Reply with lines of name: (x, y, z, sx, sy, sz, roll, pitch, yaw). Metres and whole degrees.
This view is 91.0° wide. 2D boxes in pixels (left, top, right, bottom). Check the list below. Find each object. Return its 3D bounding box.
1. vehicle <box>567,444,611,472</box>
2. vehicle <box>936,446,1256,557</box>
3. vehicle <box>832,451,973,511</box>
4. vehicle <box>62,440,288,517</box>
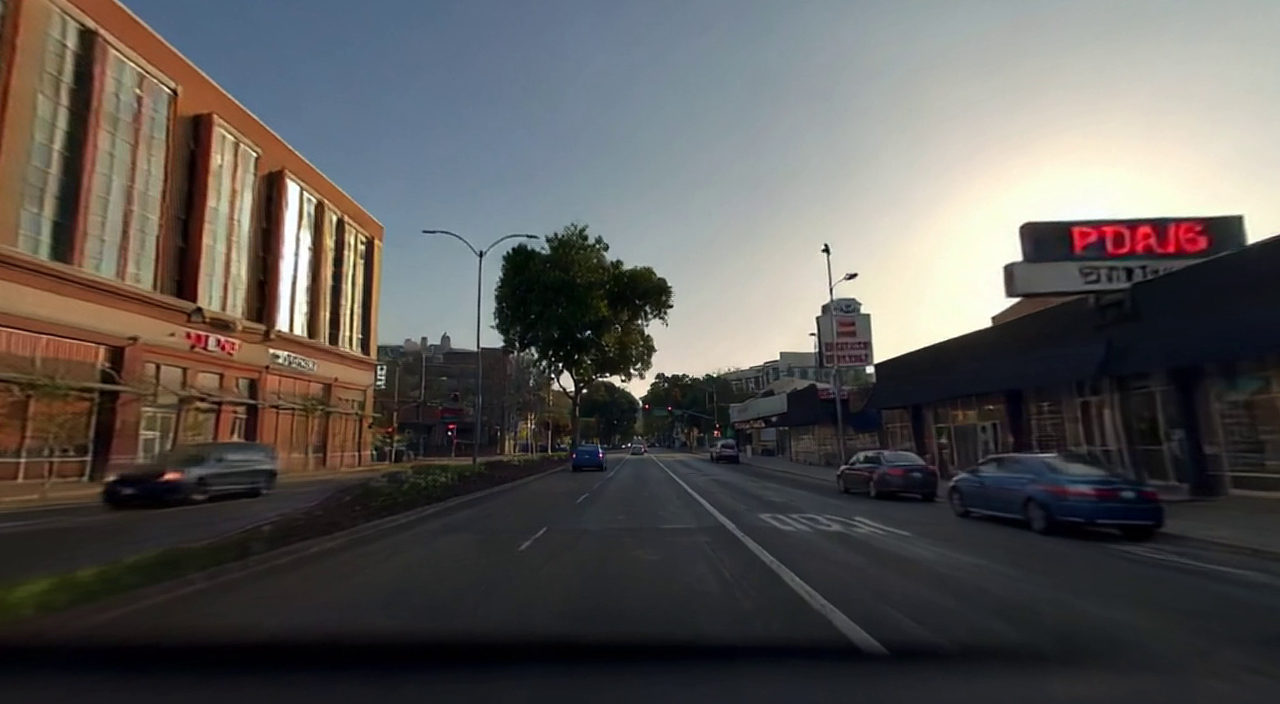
vehicle: (-2.825, 5.961, 35.599, 2.078, 1.471, 4.217, 0, -9, 0)
vehicle: (7.392, 2.417, 11.079, 1.968, 1.493, 4.878, 0, -9, 0)
vehicle: (7.269, 3.591, 18.049, 2.009, 1.429, 4.562, 0, -9, -1)
vehicle: (-10.375, 2.822, 14.560, 2.051, 1.492, 4.132, 0, -9, 0)
